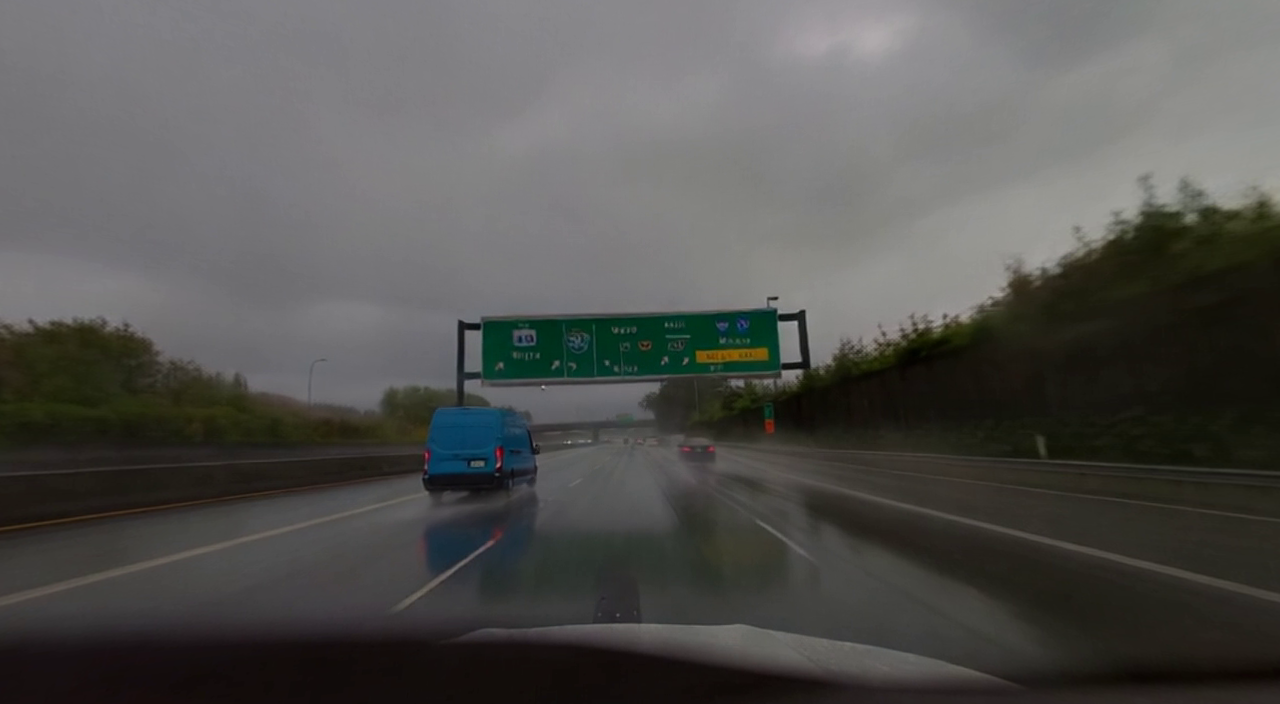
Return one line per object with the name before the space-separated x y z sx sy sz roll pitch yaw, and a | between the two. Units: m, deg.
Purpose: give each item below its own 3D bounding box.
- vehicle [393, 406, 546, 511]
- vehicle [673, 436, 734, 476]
vehicle | -3.750 2.440 15.072 2.275 2.053 5.082 0 -8 -1
vehicle | 2.448 4.110 25.309 2.020 1.464 3.803 0 -8 0
